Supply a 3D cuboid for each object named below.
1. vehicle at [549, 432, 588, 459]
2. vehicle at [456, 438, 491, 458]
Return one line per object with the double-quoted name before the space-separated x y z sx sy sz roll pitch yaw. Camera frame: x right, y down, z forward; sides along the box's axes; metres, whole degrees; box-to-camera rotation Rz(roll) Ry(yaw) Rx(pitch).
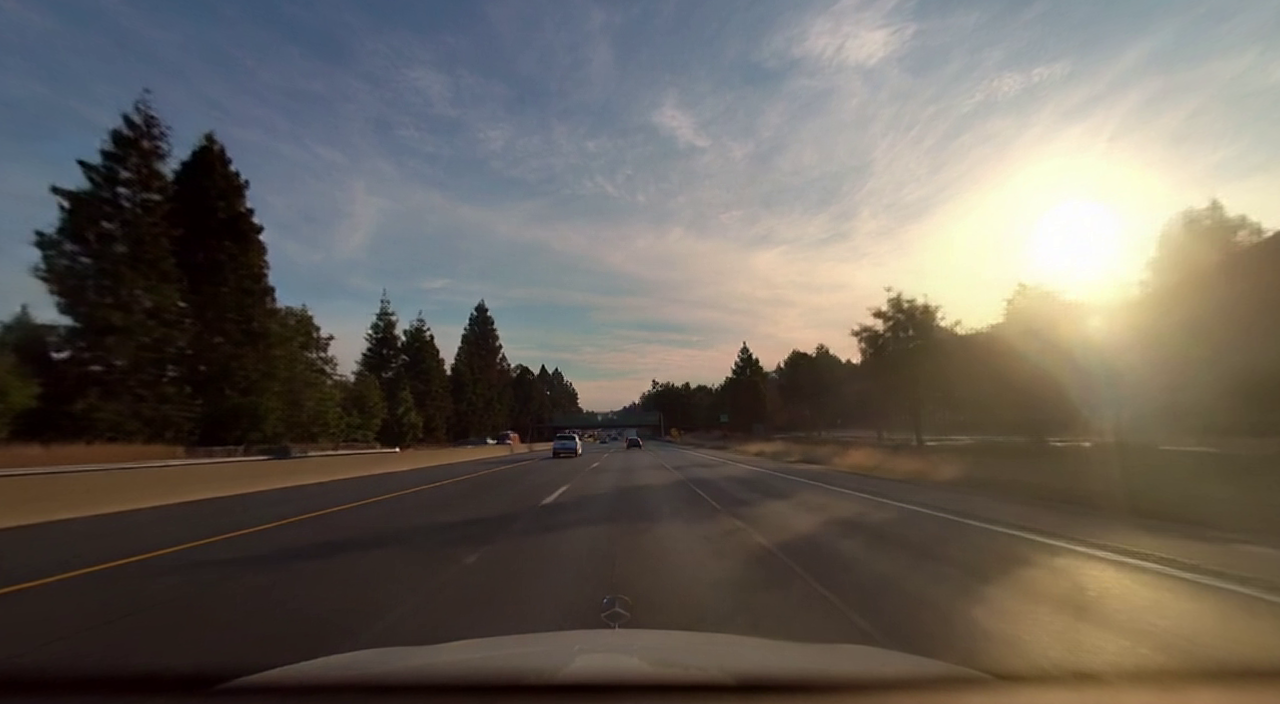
"vehicle" -4.497 5.927 40.256 2.003 1.626 4.256 0 -8 0
"vehicle" -12.839 7.410 48.806 1.760 1.434 3.811 0 -7 -1
